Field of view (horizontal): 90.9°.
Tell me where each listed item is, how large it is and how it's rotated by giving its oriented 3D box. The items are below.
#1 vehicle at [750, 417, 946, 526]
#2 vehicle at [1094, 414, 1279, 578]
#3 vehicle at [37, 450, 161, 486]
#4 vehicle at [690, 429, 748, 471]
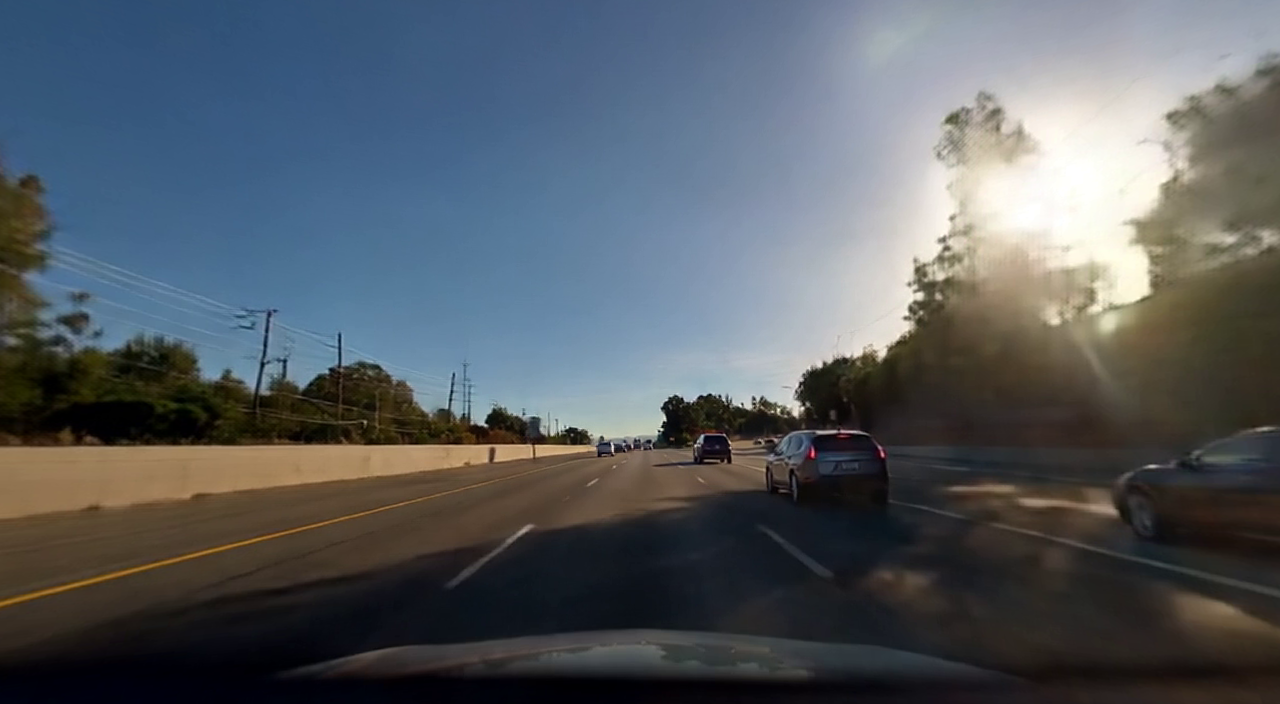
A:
[{"bbox_3d":[3.575,2.155,11.923,2.146,1.639,4.475,0,-8,0],"label":"vehicle"},{"bbox_3d":[6.999,1.336,5.835,1.988,1.518,4.856,0,-8,1],"label":"vehicle"},{"bbox_3d":[-24.949,5.328,29.329,1.821,1.492,4.347,-1,-8,2],"label":"vehicle"},{"bbox_3d":[4.121,5.210,33.828,2.442,2.022,5.466,0,-8,0],"label":"vehicle"}]
